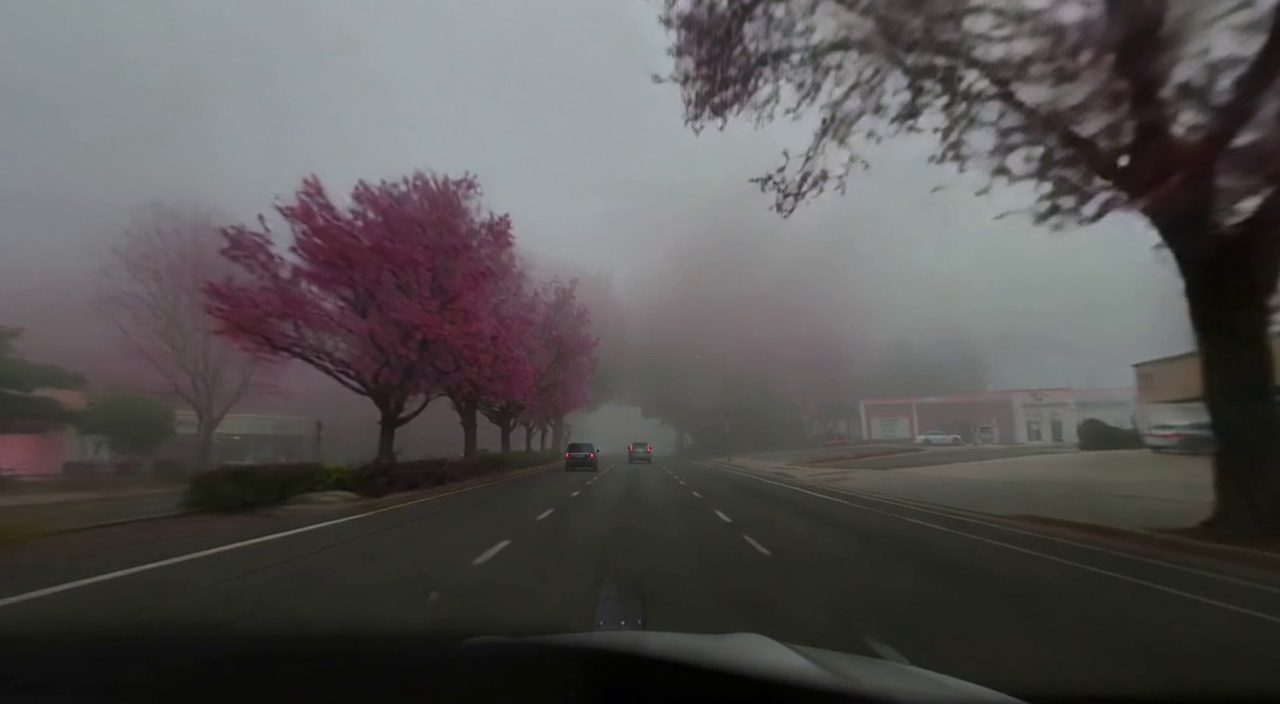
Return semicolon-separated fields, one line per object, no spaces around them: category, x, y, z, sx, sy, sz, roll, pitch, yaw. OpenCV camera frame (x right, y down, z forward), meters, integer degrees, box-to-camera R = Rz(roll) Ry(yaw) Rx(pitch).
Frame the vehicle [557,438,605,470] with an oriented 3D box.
vehicle;-3.620;6.407;39.533;2.453;1.844;4.751;0;-8;1

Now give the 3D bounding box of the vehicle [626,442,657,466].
vehicle;0.094;7.547;46.504;2.149;1.701;4.379;0;-8;0

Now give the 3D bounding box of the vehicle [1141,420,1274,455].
vehicle;25.301;3.887;28.234;1.728;1.443;4.505;0;-8;-1
